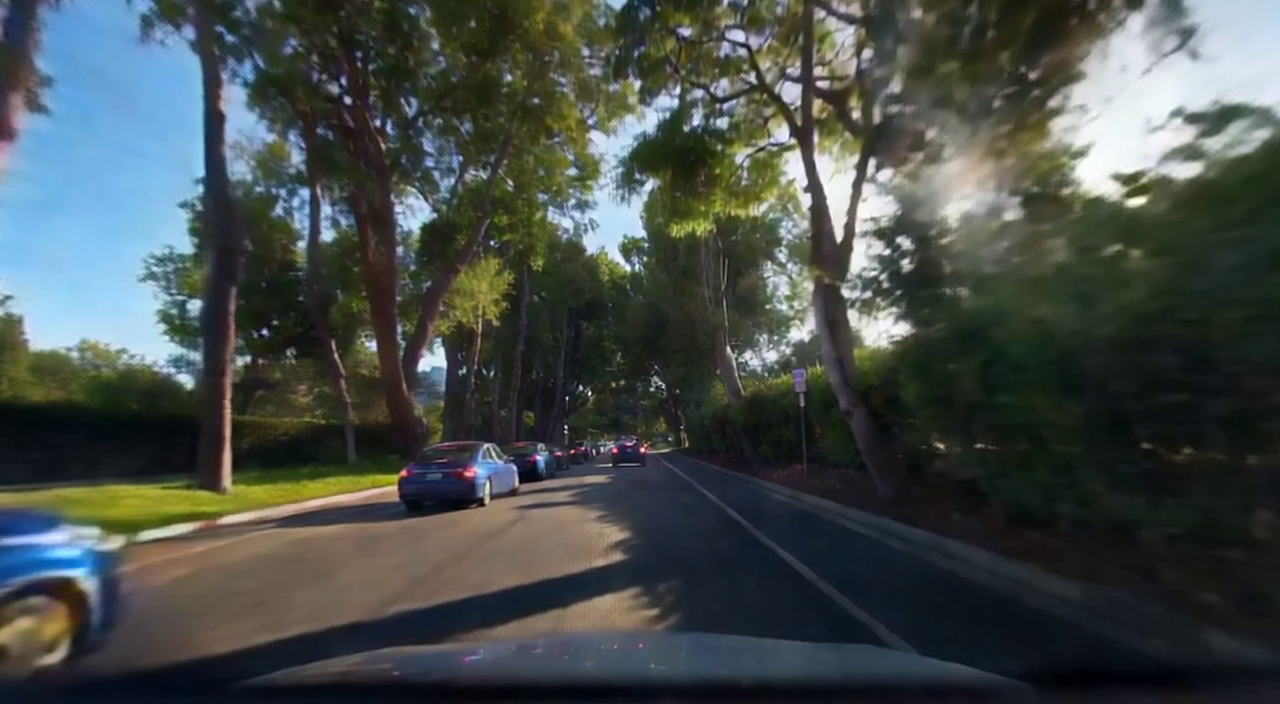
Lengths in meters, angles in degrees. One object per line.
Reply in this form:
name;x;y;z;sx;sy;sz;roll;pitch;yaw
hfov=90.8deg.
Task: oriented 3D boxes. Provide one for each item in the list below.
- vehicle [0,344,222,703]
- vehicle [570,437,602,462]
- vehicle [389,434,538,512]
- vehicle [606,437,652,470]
vehicle;-3.658;0.698;1.657;2.126;1.707;4.317;0;-8;0
vehicle;-3.919;7.112;46.300;1.983;1.697;4.285;0;-8;0
vehicle;-3.684;2.598;14.128;2.030;1.452;4.312;0;-8;1
vehicle;-0.532;4.989;31.279;2.127;1.517;4.090;0;-8;-1
